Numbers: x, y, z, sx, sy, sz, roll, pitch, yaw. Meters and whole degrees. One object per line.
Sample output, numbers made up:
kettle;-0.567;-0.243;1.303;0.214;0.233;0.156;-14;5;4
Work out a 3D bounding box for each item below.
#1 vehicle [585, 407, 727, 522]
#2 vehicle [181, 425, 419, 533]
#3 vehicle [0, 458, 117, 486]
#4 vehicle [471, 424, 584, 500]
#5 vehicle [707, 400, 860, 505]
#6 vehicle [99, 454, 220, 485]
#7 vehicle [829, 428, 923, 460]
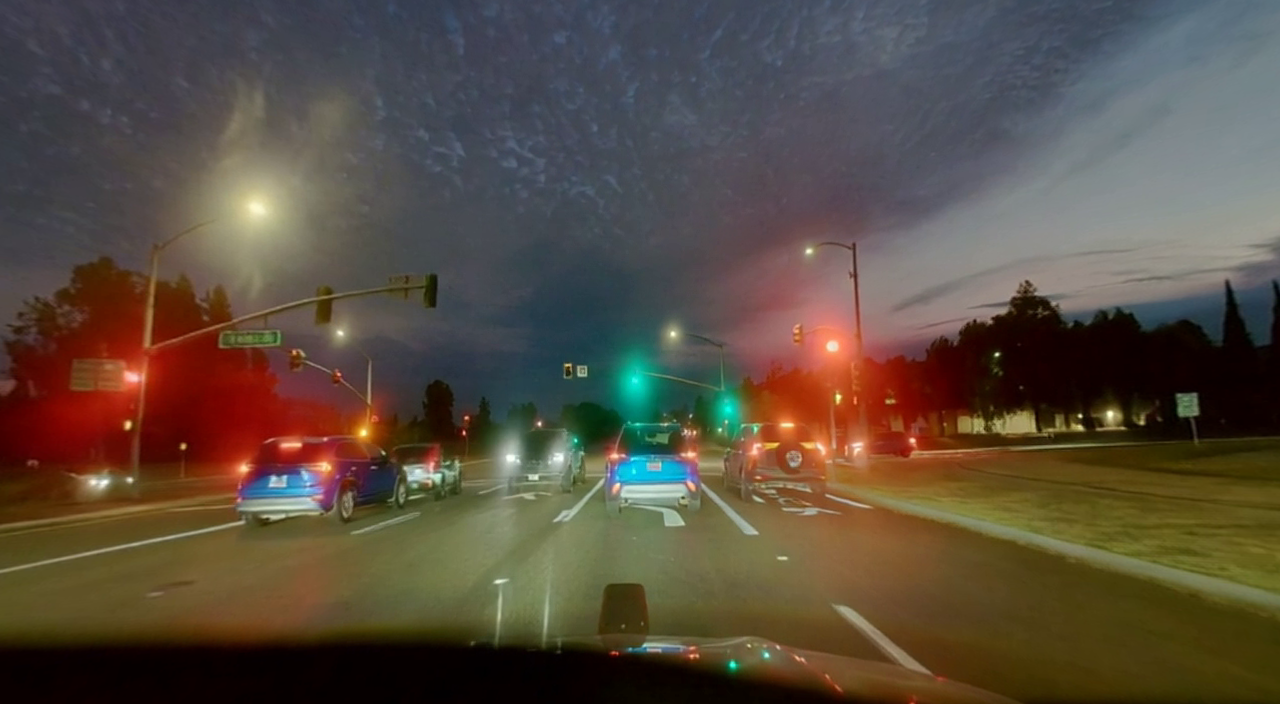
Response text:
vehicle;0.231;2.091;12.116;2.235;1.778;4.178;0;-9;0
vehicle;-6.113;2.319;12.131;2.052;1.664;4.476;0;-8;0
vehicle;-32.039;6.617;34.816;4.554;1.449;1.949;0;-8;0
vehicle;-2.704;2.780;16.296;2.058;1.659;4.514;0;-8;0
vehicle;3.159;2.422;15.421;2.338;2.063;5.672;0;-9;0
vehicle;-23.970;5.870;31.589;4.383;1.456;1.999;0;-9;-1
vehicle;14.431;5.630;38.744;4.983;1.560;1.841;-4;-8;0
